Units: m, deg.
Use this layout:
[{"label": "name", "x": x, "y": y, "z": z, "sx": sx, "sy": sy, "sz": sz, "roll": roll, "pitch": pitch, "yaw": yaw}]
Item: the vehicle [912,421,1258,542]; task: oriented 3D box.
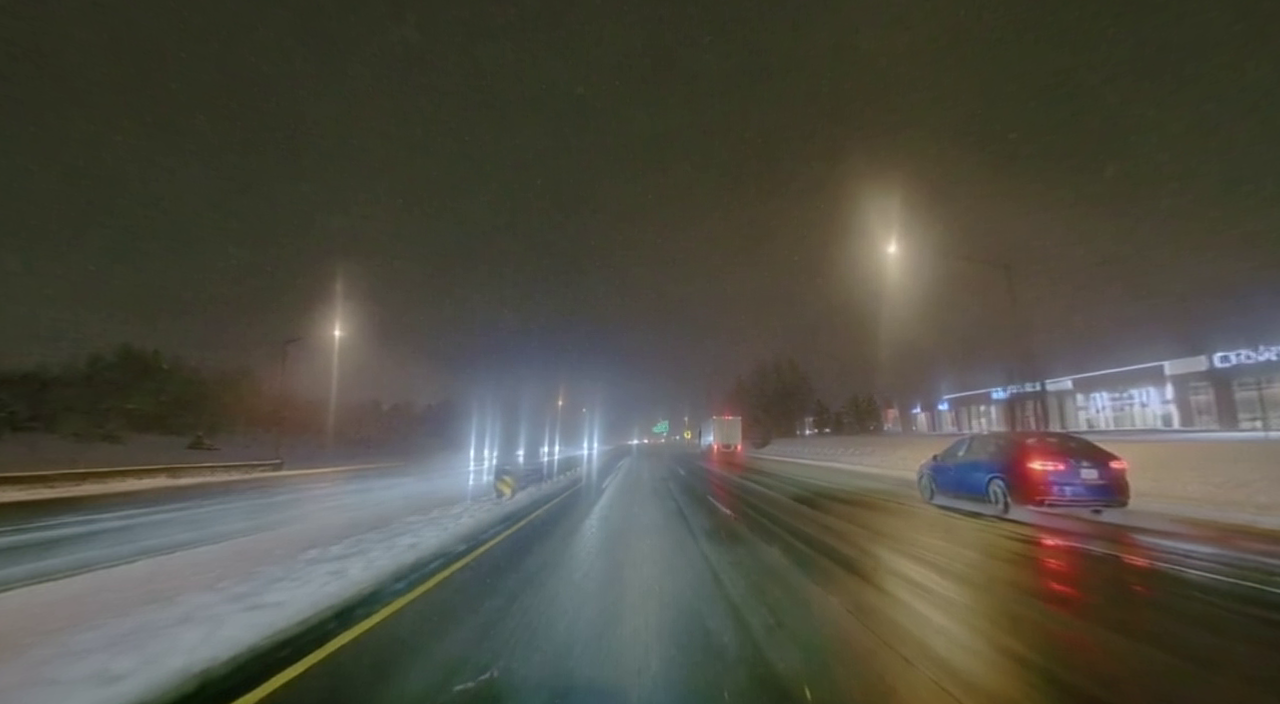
[{"label": "vehicle", "x": 6.766, "y": 2.019, "z": 10.543, "sx": 2.079, "sy": 1.518, "sz": 5.032, "roll": 0, "pitch": -8, "yaw": -1}]

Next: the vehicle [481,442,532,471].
[{"label": "vehicle", "x": -7.361, "y": 5.771, "z": 35.040, "sx": 1.831, "sy": 1.486, "sz": 4.449, "roll": 0, "pitch": -8, "yaw": 1}]
